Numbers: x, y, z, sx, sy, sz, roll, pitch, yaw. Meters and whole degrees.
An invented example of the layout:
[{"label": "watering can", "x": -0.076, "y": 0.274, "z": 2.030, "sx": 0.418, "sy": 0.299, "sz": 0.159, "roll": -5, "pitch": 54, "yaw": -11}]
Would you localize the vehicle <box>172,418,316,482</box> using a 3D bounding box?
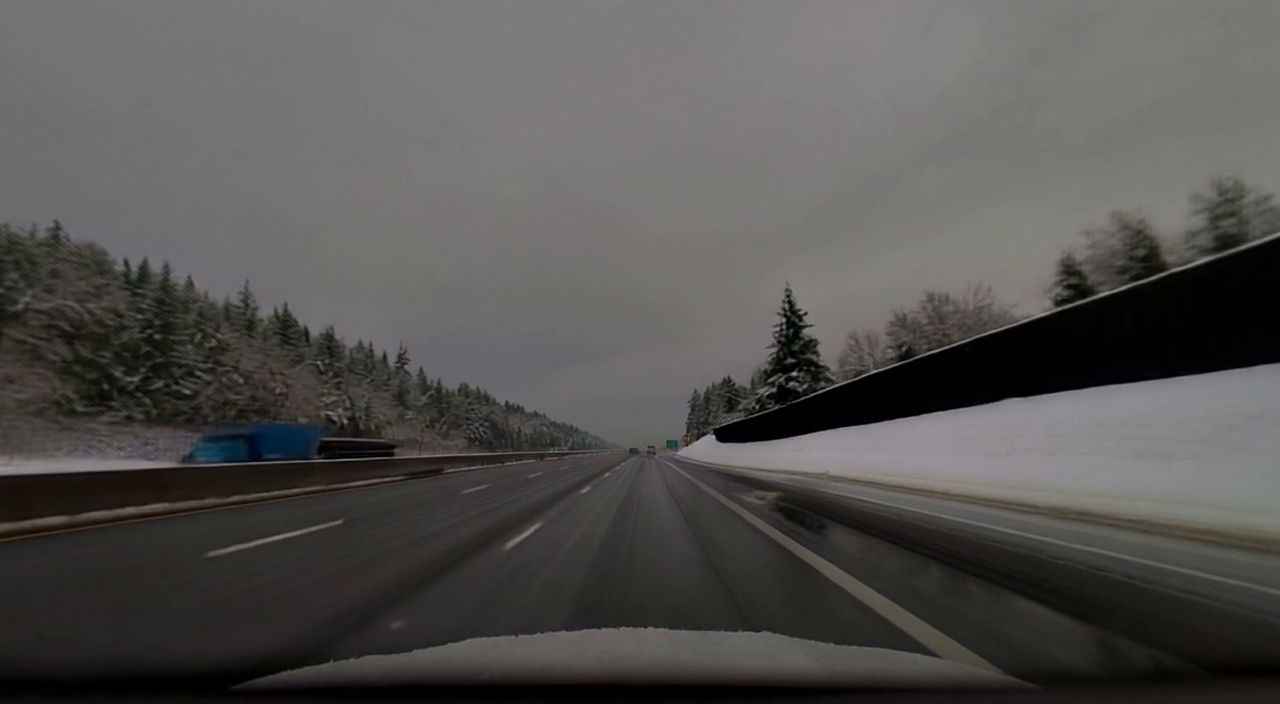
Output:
[{"label": "vehicle", "x": -22.052, "y": 5.574, "z": 35.806, "sx": 2.916, "sy": 3.179, "sz": 7.832, "roll": 0, "pitch": -9, "yaw": 1}]
